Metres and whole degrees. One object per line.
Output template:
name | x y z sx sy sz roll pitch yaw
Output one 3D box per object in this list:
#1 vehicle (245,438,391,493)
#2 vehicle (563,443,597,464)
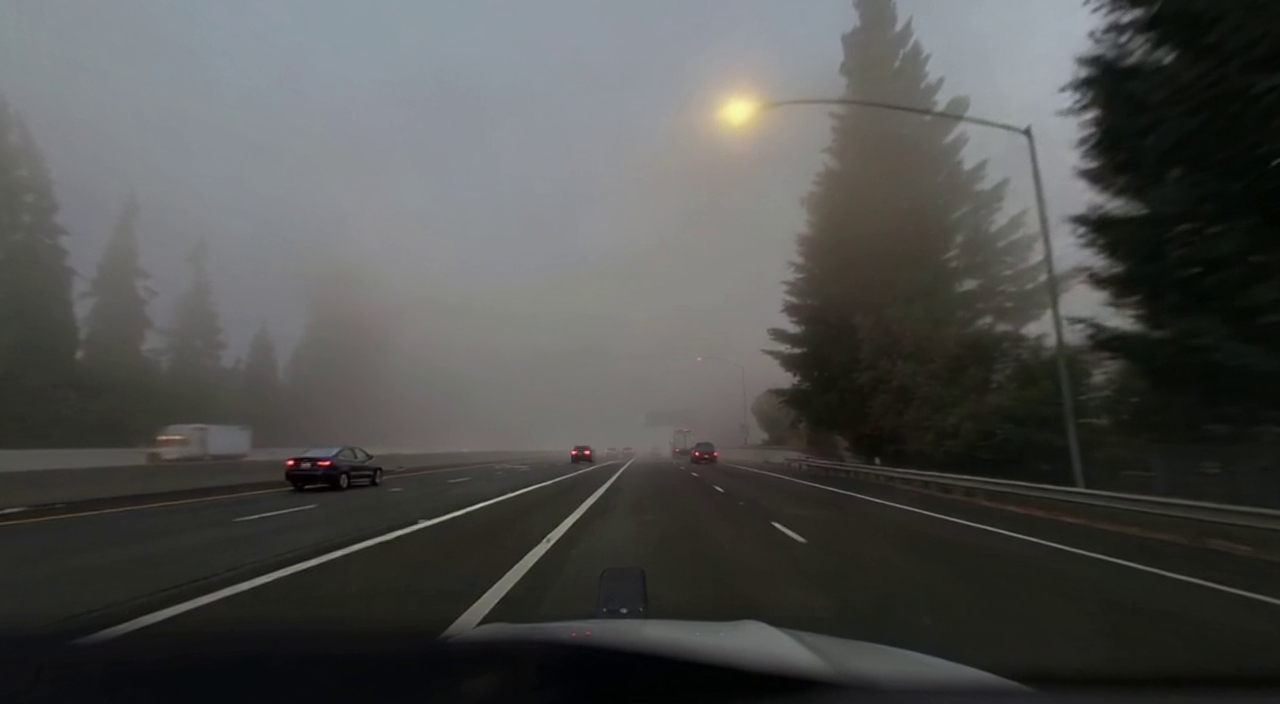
vehicle | -9.623 3.407 19.349 1.899 1.465 4.589 0 -8 2
vehicle | -4.567 7.793 48.534 1.981 1.473 4.317 0 -8 2
